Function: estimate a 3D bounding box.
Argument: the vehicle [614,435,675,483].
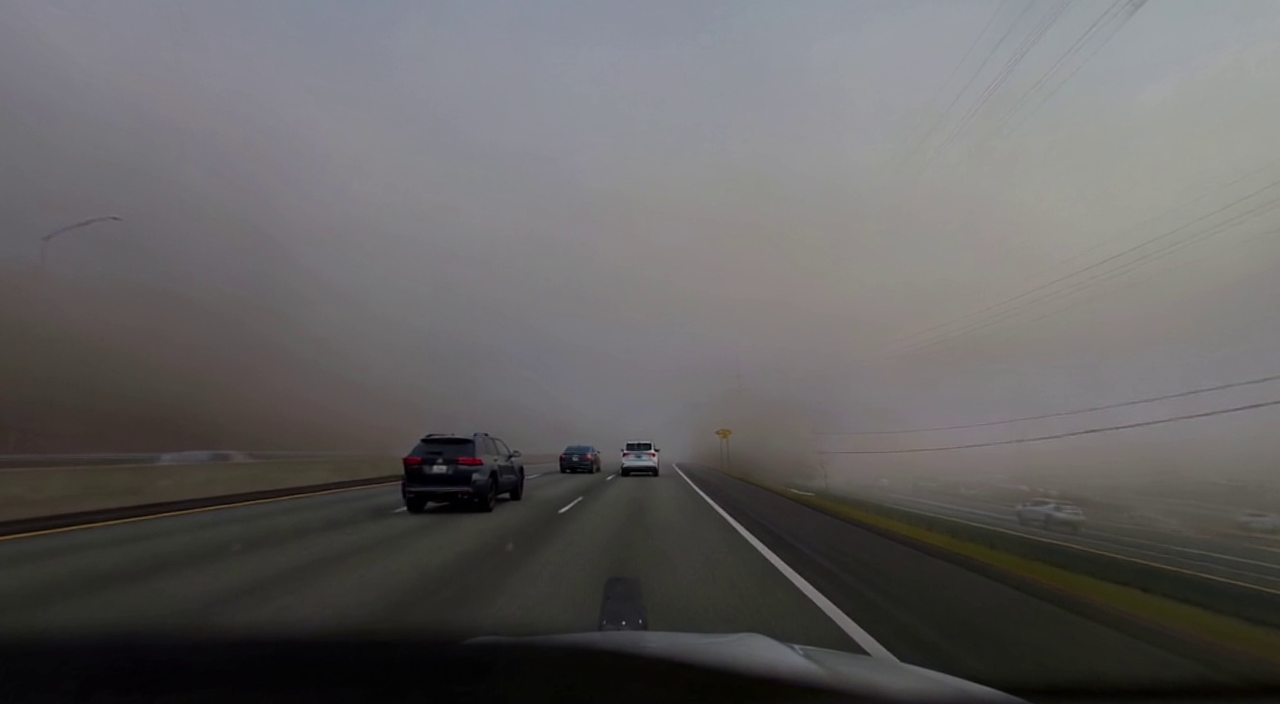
[{"bbox_3d":[0.219,4.413,26.324,2.319,1.813,4.274,0,-9,2],"label":"vehicle"}]

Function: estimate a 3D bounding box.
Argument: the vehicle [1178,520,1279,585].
[{"bbox_3d":[22.477,7.259,22.988,1.826,1.625,4.758,-1,-9,6],"label":"vehicle"}]

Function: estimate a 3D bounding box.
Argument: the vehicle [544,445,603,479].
[{"bbox_3d":[-3.042,5.139,29.817,2.092,1.464,4.466,0,-9,2],"label":"vehicle"}]

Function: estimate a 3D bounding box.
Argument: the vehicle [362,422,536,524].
[{"bbox_3d":[-3.707,2.451,13.282,2.104,1.754,4.515,0,-9,2],"label":"vehicle"}]

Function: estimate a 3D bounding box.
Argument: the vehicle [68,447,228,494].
[{"bbox_3d":[-16.788,4.018,21.875,1.839,1.451,4.462,0,-9,2],"label":"vehicle"}]

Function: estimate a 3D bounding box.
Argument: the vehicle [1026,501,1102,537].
[{"bbox_3d":[24.730,9.733,36.979,1.985,1.513,4.339,-1,-8,9],"label":"vehicle"}]
